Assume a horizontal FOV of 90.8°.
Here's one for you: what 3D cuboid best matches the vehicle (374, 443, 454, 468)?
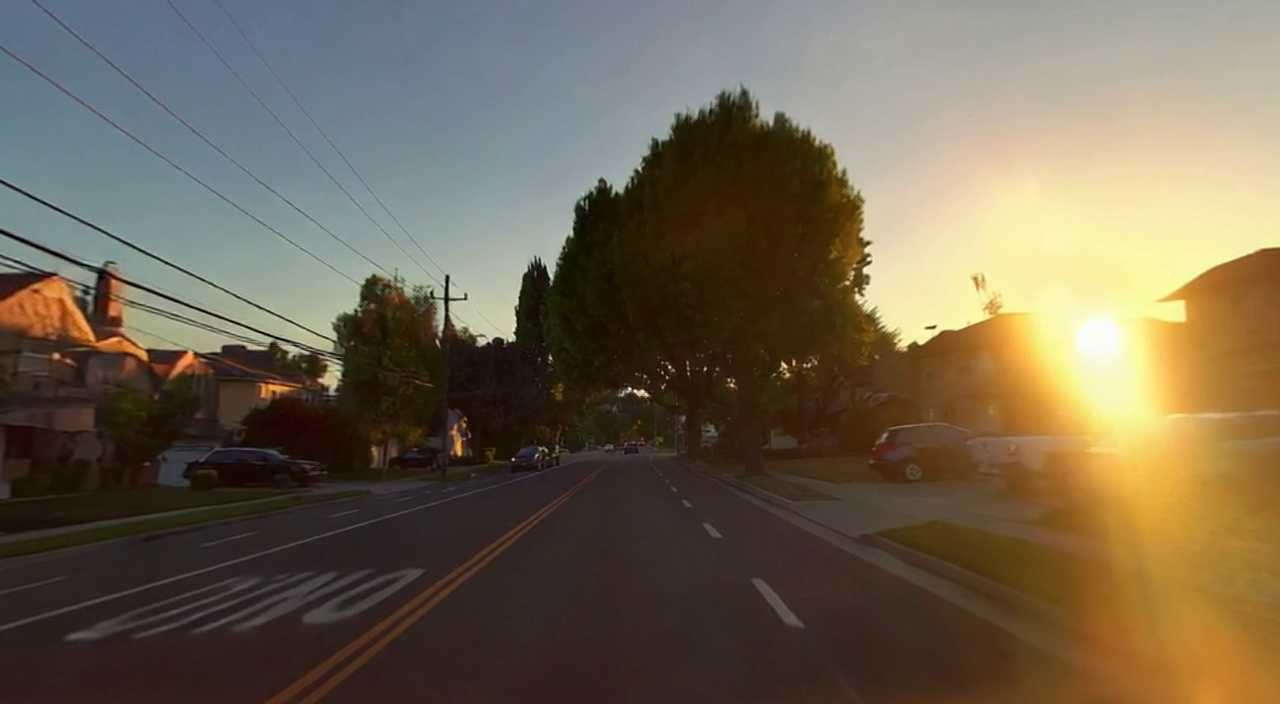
[{"bbox_3d":[-15.238,6.977,42.822,4.651,1.615,1.961,0,-8,2],"label":"vehicle"}]

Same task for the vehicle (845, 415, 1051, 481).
[{"bbox_3d":[9.256,2.936,19.386,5.212,1.853,2.062,0,-8,1],"label":"vehicle"}]

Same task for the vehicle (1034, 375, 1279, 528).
[{"bbox_3d":[8.843,1.424,9.173,4.747,1.942,2.158,0,-8,0],"label":"vehicle"}]

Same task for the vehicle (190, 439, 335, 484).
[{"bbox_3d":[-15.113,4.391,25.502,4.501,1.689,2.106,0,-8,1],"label":"vehicle"}]
